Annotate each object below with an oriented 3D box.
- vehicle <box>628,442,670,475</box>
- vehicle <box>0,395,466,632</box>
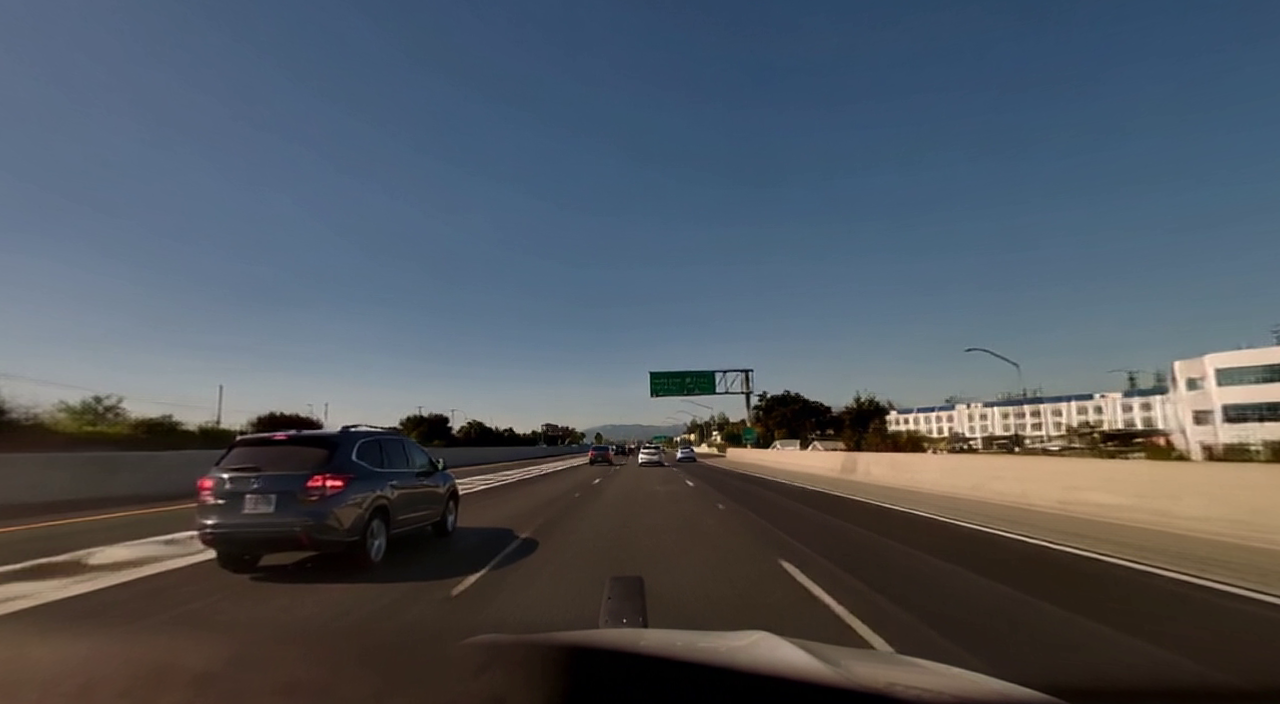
[{"bbox_3d":[0.422,5.296,31.598,2.000,1.558,3.945,0,-8,0],"label":"vehicle"},{"bbox_3d":[-3.798,1.552,7.121,2.239,1.761,4.620,0,-8,1],"label":"vehicle"}]
